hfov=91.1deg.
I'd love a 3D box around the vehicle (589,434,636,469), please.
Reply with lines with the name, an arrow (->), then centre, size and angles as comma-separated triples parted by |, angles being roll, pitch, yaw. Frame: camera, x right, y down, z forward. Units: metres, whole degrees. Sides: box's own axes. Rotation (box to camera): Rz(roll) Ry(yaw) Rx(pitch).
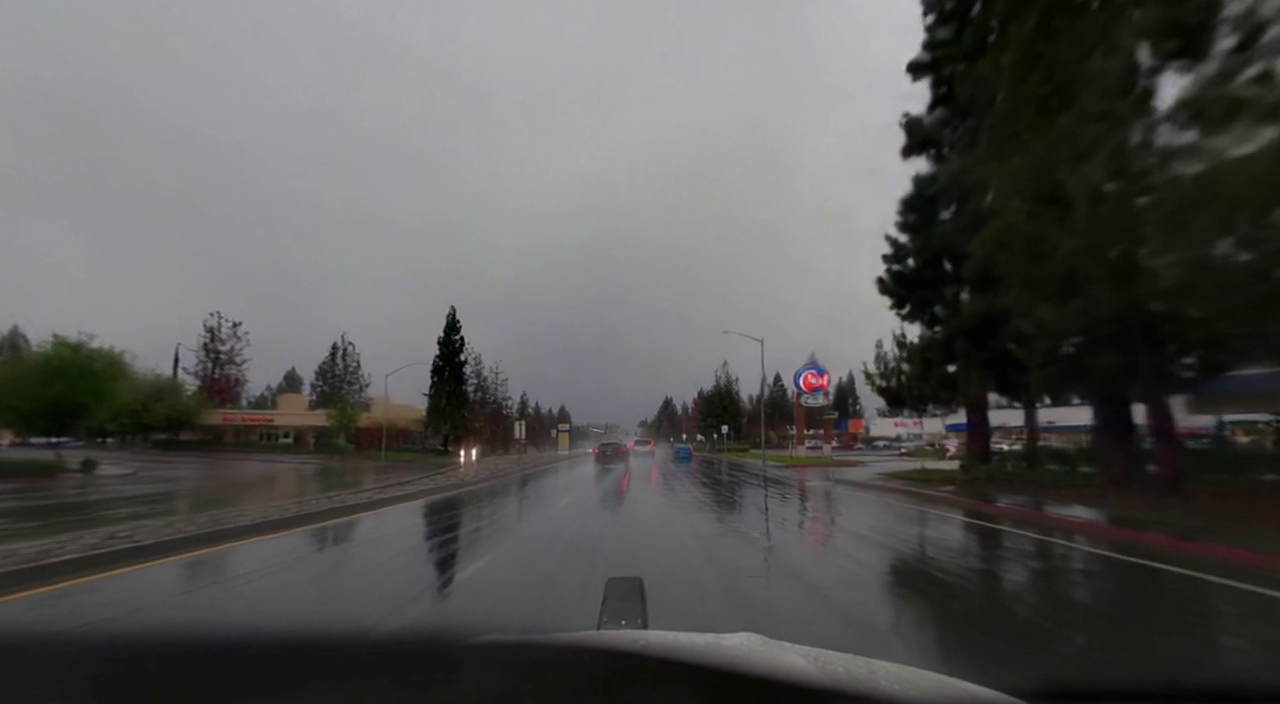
vehicle -> -1.546, 5.895, 37.449 | 2.222, 1.899, 5.006 | 0, -8, 4

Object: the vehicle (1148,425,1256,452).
vehicle -> 38.564, 5.961, 43.183 | 5.170, 1.787, 2.248 | 0, -8, 2
